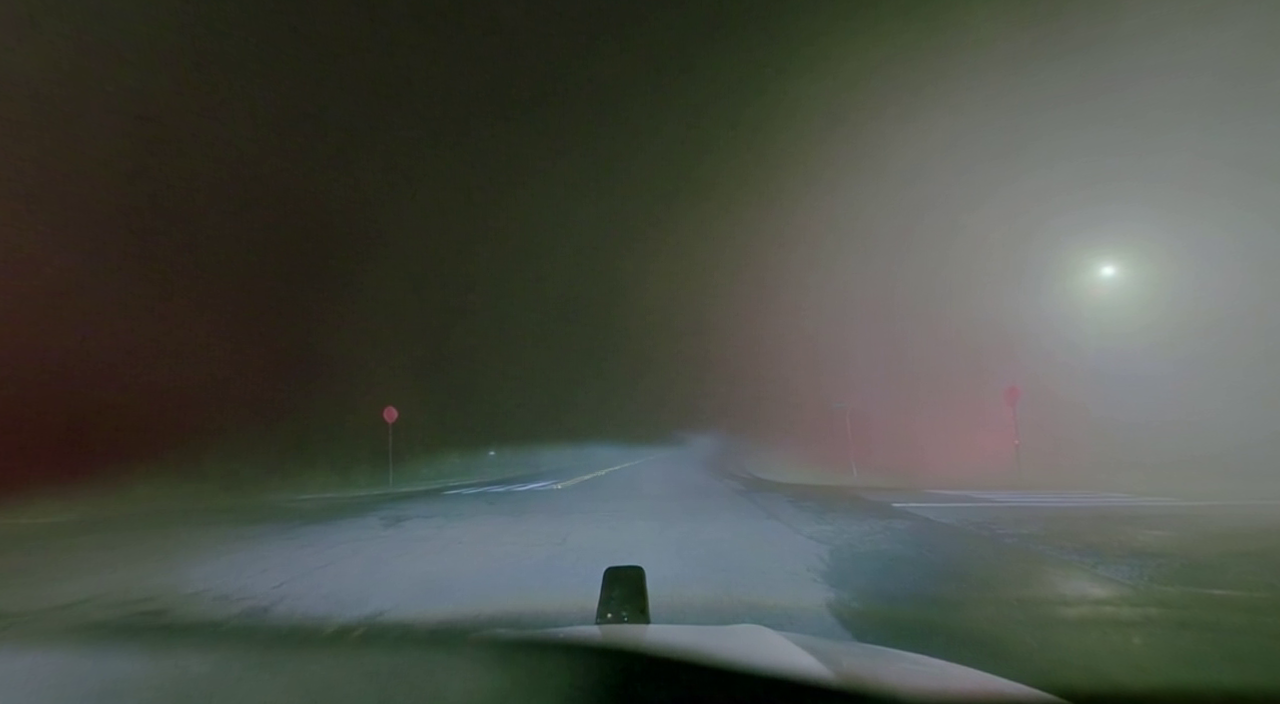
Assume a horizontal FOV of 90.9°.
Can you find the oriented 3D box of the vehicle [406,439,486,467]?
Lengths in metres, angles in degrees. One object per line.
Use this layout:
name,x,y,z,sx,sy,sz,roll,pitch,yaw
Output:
vehicle,-12.702,6.630,41.467,4.590,1.735,1.973,0,-9,3
